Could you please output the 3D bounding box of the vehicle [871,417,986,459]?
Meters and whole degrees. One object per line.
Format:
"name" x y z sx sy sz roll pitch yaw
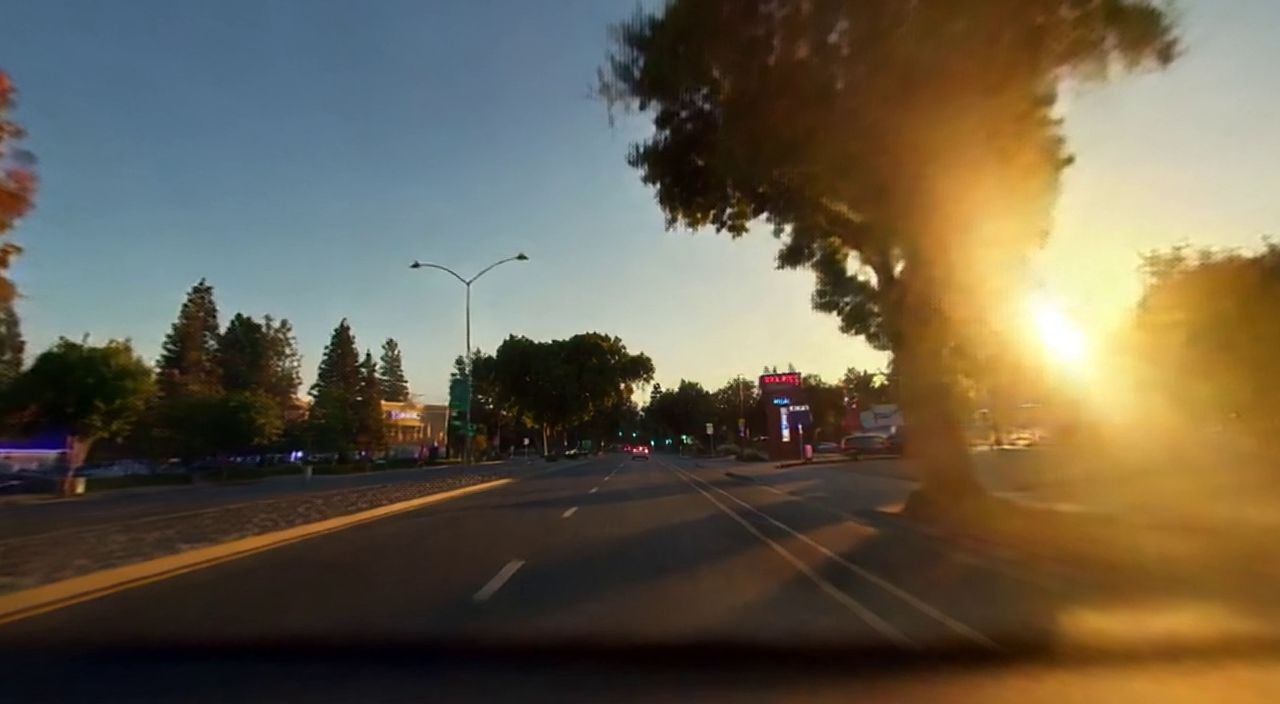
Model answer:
"vehicle" 13.801 4.159 30.386 4.514 1.929 1.991 0 -8 -4

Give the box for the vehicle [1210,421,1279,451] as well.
"vehicle" 33.196 4.490 33.761 1.780 1.456 4.390 -6 -10 8

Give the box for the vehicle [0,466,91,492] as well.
"vehicle" -36.982 7.856 39.187 4.104 1.470 1.828 0 -8 1
